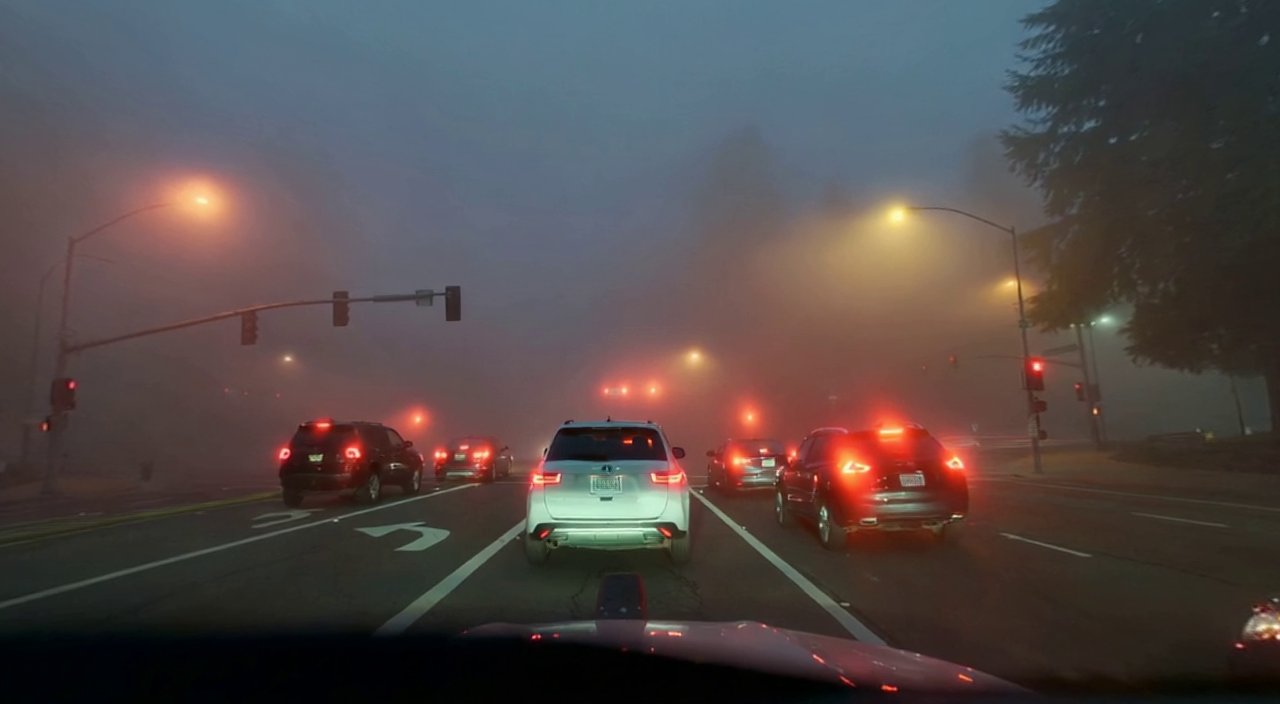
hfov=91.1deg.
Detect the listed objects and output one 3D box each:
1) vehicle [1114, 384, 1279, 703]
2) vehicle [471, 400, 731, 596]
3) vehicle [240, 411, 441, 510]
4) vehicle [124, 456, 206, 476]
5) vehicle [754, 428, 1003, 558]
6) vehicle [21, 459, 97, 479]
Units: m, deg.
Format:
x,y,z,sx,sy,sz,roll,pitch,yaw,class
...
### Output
x,y,z,sx,sy,sz,roll,pitch,yaw,class
3.301,0.665,0.812,1.980,1.515,4.362,0,-8,1,vehicle
-0.322,1.574,7.564,2.256,1.694,4.055,0,-8,1,vehicle
-6.737,2.527,15.000,2.214,1.953,5.017,0,-9,1,vehicle
-37.349,8.950,49.416,4.914,1.487,1.850,0,-9,0,vehicle
3.146,1.955,9.492,1.971,1.473,4.495,0,-8,0,vehicle
-45.687,9.177,49.398,4.232,1.498,1.791,0,-9,1,vehicle
